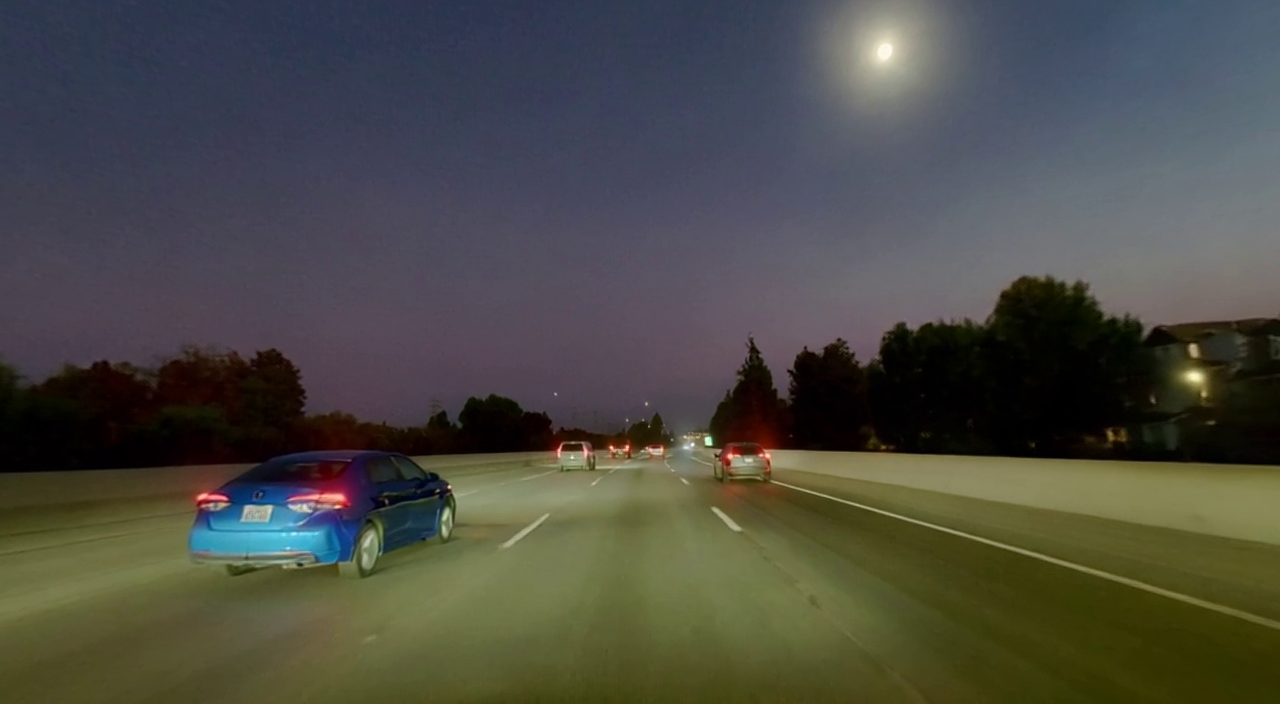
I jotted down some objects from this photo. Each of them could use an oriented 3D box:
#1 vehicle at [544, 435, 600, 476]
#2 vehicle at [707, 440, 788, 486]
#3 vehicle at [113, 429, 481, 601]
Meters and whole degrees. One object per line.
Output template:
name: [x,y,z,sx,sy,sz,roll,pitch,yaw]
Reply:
vehicle: [-3.255,5.098,31.230,2.122,1.847,4.696,0,-8,2]
vehicle: [3.747,3.939,22.781,2.100,1.472,4.533,0,-8,0]
vehicle: [-3.573,1.757,7.785,1.948,1.475,4.461,0,-8,1]
